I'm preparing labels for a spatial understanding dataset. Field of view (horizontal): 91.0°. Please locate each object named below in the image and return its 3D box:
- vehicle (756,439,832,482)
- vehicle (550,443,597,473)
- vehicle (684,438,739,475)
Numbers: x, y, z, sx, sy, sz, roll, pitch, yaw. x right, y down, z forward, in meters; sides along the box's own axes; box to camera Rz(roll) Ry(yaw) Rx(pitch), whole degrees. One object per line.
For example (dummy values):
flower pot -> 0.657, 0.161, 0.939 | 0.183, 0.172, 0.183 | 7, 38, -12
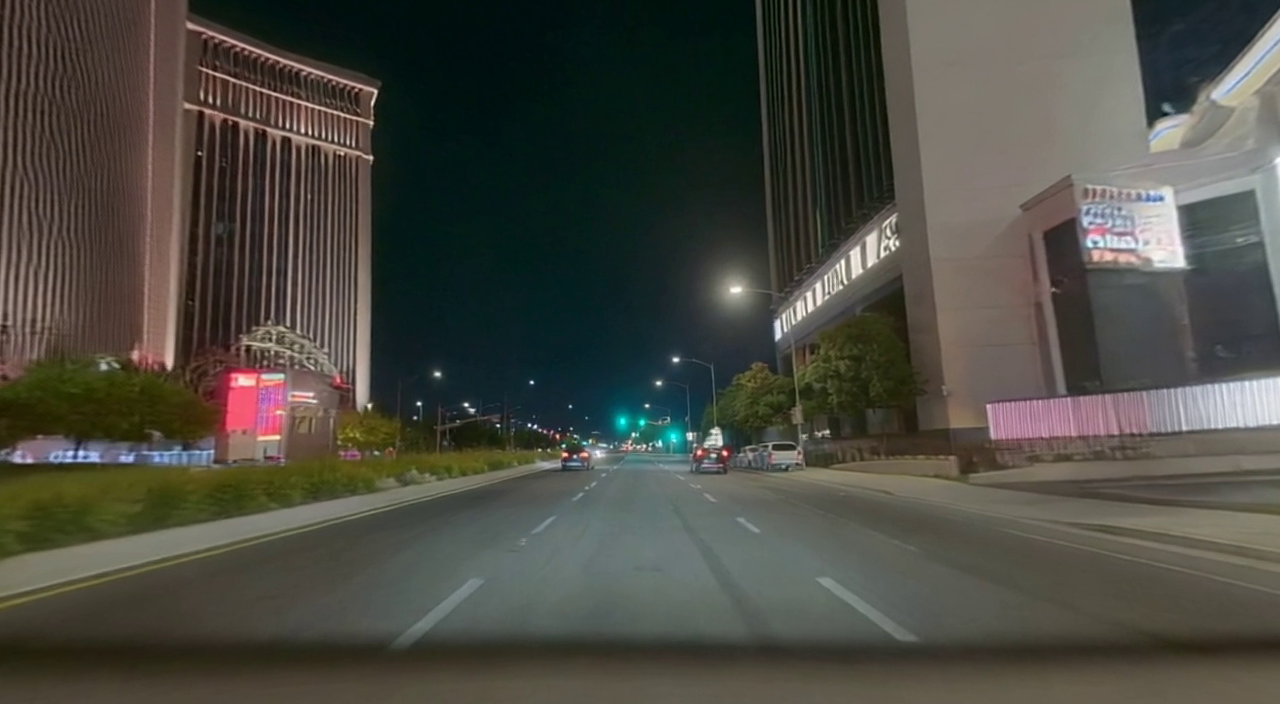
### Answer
vehicle -> 6.766, 4.794, 28.234 | 2.182, 1.744, 4.600 | 0, -8, -1
vehicle -> -3.354, 5.453, 32.624 | 2.005, 1.477, 4.169 | 0, -8, 0
vehicle -> 3.545, 5.270, 31.933 | 2.083, 1.743, 4.354 | 0, -8, -3
